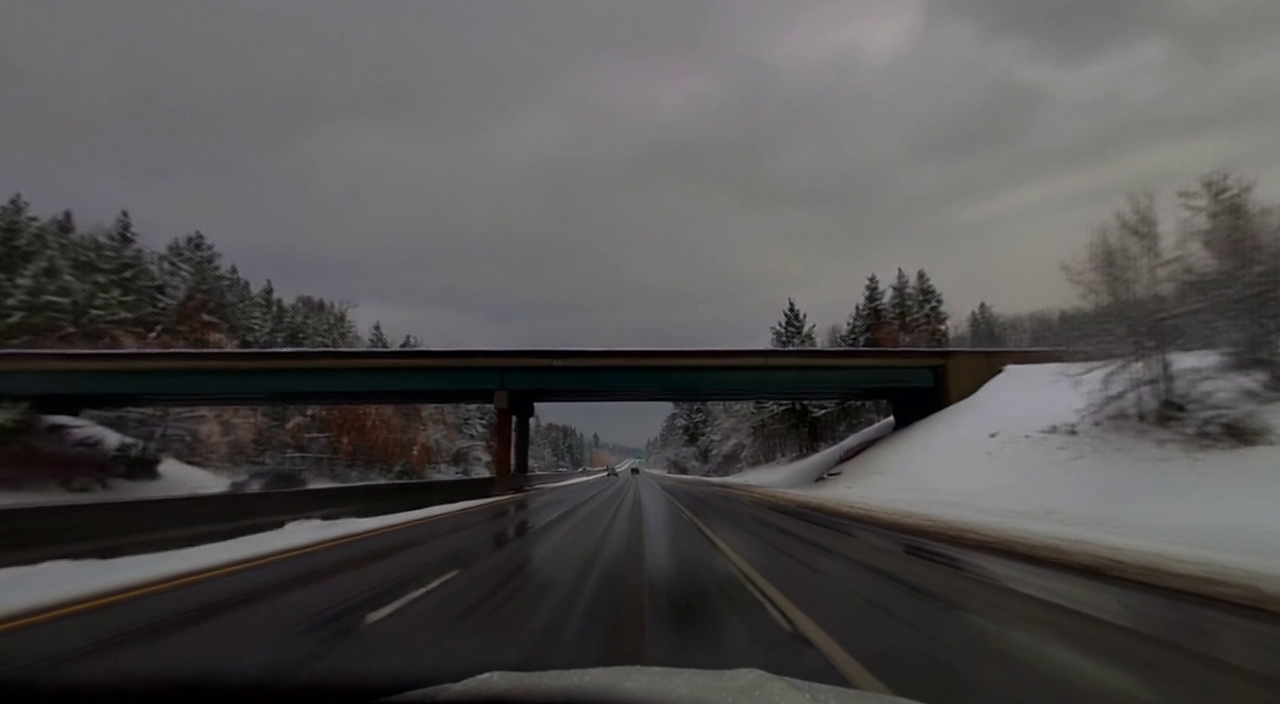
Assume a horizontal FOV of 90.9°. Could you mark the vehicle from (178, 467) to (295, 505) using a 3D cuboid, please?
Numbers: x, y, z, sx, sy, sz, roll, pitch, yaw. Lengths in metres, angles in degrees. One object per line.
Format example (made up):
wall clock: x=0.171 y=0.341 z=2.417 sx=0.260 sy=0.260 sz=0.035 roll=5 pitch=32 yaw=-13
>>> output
vehicle: x=-16.722 y=5.554 z=26.413 sx=1.870 sy=1.436 sz=4.499 roll=1 pitch=-10 yaw=1
